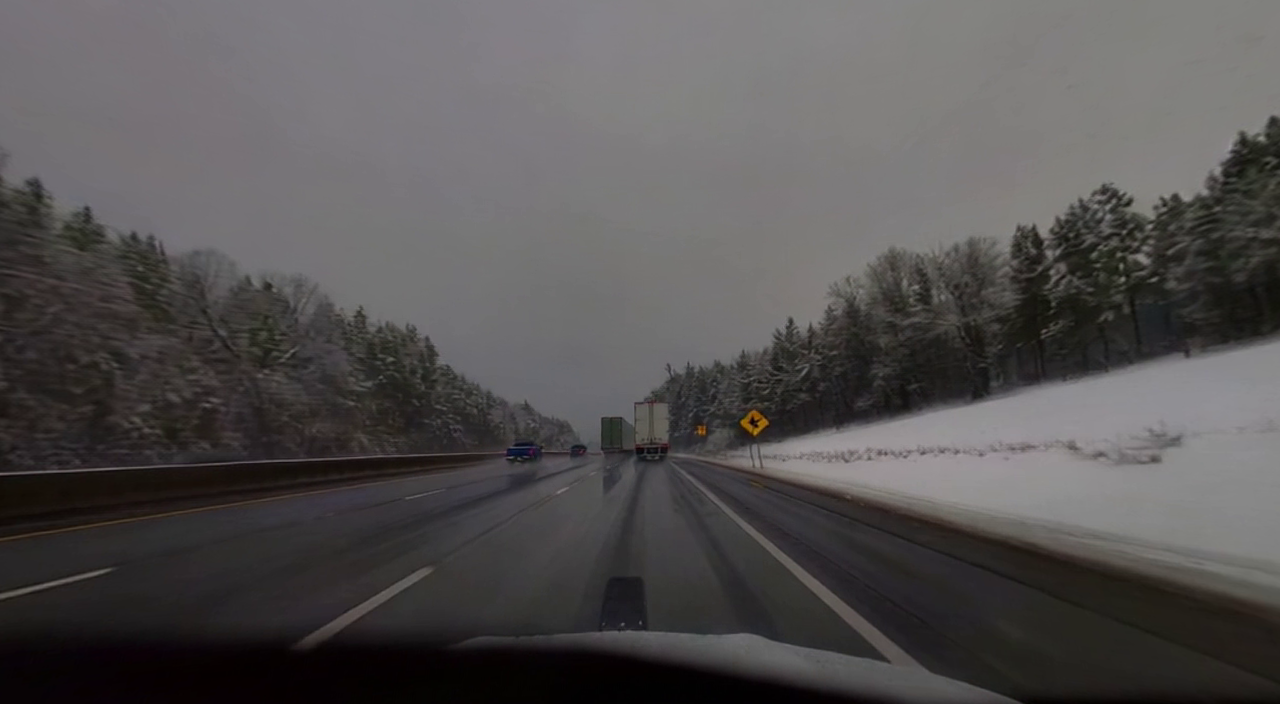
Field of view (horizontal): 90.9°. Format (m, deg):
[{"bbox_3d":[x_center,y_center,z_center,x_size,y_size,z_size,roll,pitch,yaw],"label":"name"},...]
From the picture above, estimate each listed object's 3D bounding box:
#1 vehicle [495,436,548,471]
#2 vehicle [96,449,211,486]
[{"bbox_3d":[-6.878,5.944,37.171,2.149,1.884,4.627,0,-8,1],"label":"vehicle"},{"bbox_3d":[-25.773,6.105,33.696,2.131,1.760,4.854,0,-8,2],"label":"vehicle"}]
